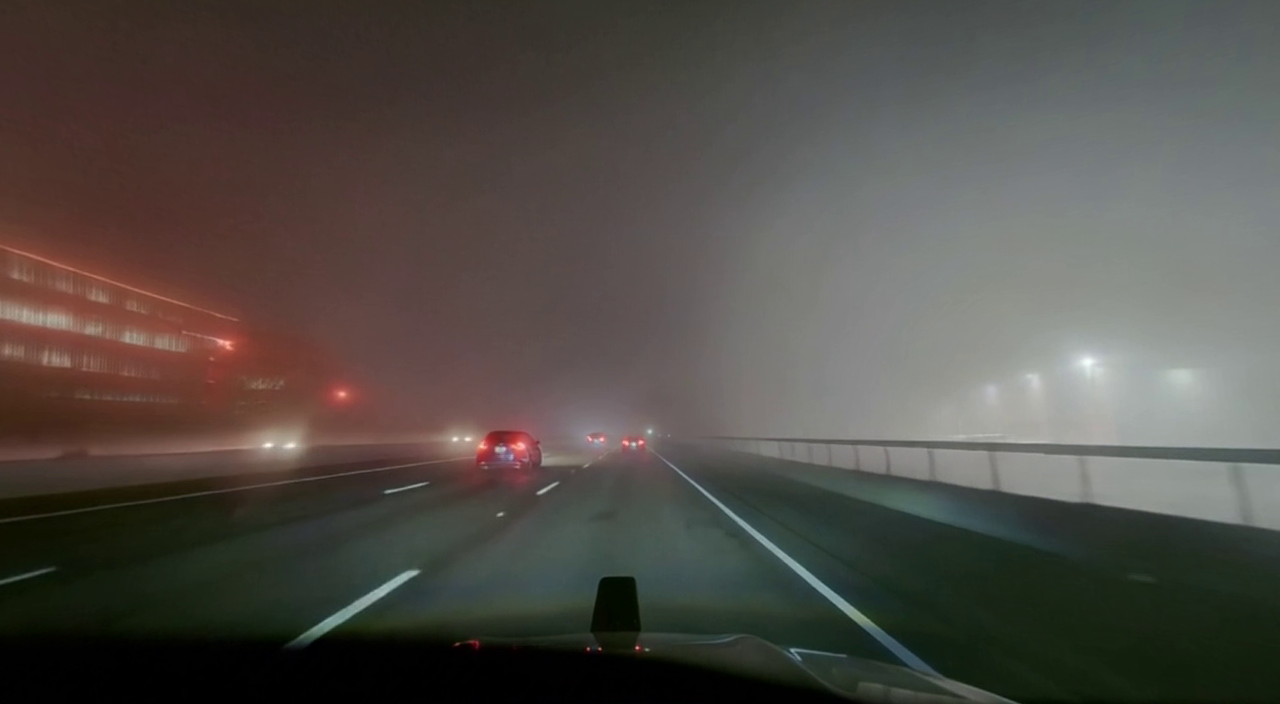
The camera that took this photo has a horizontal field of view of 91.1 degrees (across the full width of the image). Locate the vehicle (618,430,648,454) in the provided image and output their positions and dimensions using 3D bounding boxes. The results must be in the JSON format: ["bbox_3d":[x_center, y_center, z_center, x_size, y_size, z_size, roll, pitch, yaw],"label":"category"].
[{"bbox_3d":[-0.486,6.360,44.438,2.036,1.637,4.009,0,-8,-1],"label":"vehicle"}]

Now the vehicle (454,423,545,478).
[{"bbox_3d":[-4.546,3.265,21.135,2.036,1.612,4.510,0,-8,0],"label":"vehicle"}]

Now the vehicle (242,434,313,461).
[{"bbox_3d":[-21.179,5.574,36.927,1.807,1.443,3.987,0,-8,-1],"label":"vehicle"}]
